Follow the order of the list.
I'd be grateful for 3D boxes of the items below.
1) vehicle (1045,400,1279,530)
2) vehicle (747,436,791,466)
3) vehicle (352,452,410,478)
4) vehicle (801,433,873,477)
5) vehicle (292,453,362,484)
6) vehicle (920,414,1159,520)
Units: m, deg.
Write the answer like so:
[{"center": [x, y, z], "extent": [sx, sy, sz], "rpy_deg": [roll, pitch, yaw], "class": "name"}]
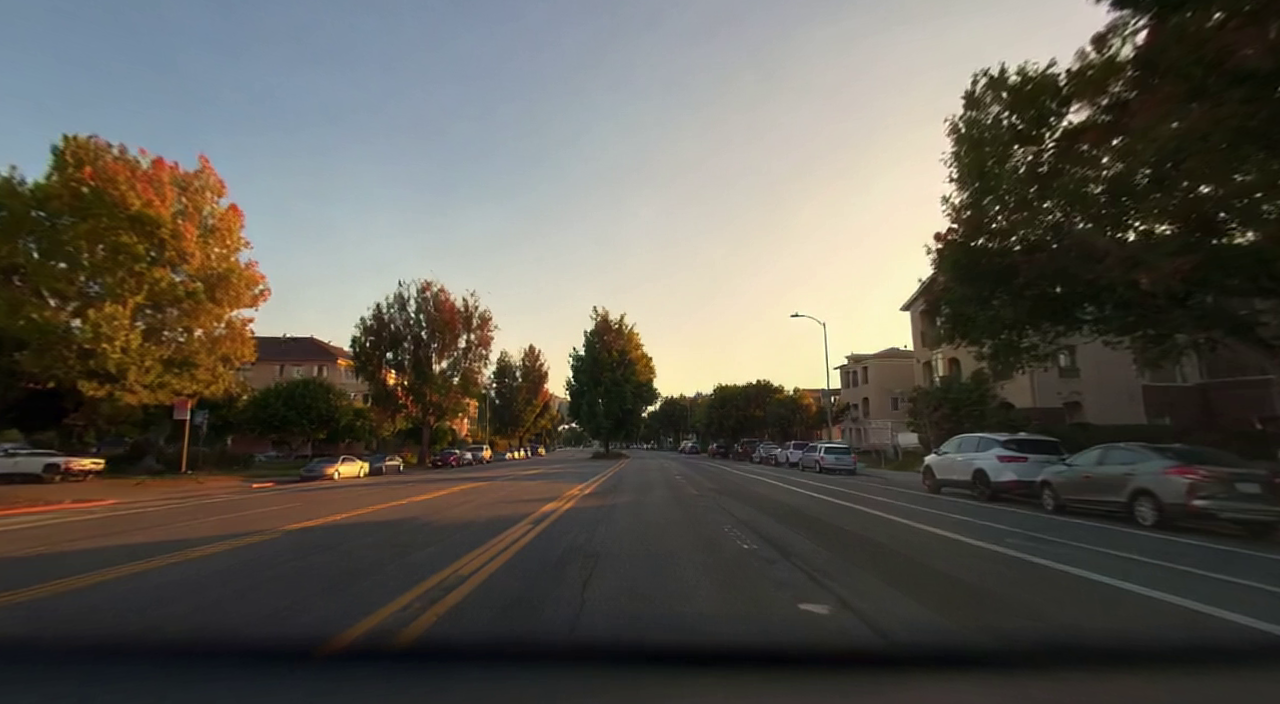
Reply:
[{"center": [10.488, 2.104, 12.060], "extent": [2.032, 1.936, 4.955], "rpy_deg": [1, -9, -2], "class": "vehicle"}, {"center": [10.032, 7.759, 49.588], "extent": [2.115, 2.151, 5.826], "rpy_deg": [1, -9, -1], "class": "vehicle"}, {"center": [-16.742, 7.303, 40.978], "extent": [1.868, 1.470, 4.652], "rpy_deg": [-1, -8, 0], "class": "vehicle"}, {"center": [9.869, 5.207, 32.101], "extent": [2.169, 2.043, 5.484], "rpy_deg": [0, -9, 3], "class": "vehicle"}, {"center": [-17.213, 6.398, 34.937], "extent": [1.879, 1.494, 4.227], "rpy_deg": [-1, -8, -3], "class": "vehicle"}, {"center": [9.199, 2.717, 15.374], "extent": [2.215, 2.068, 5.493], "rpy_deg": [0, -9, 0], "class": "vehicle"}]
